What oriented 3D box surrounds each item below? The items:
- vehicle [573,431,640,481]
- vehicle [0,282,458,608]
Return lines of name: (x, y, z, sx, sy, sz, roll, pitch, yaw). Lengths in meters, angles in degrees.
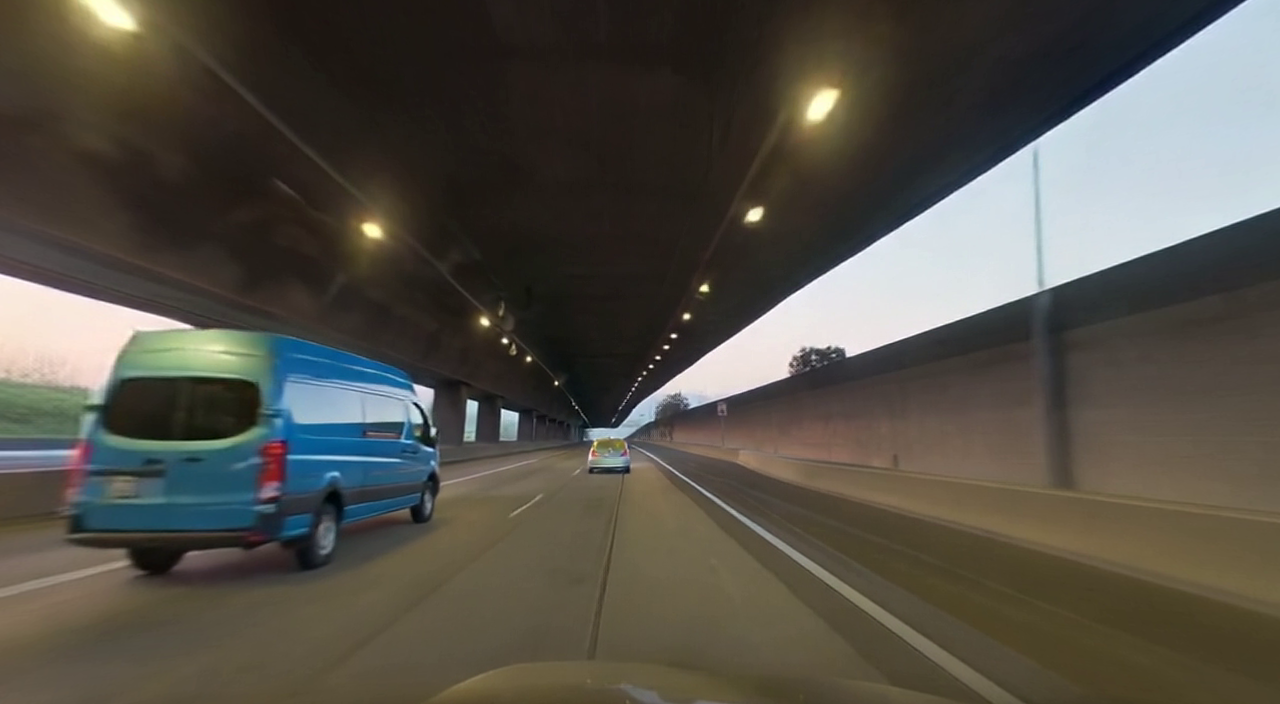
vehicle: (-1.088, 3.576, 21.940, 2.095, 1.553, 4.069, 0, -8, -1)
vehicle: (-4.153, 1.026, 7.404, 2.404, 2.459, 5.229, -1, -8, 1)
